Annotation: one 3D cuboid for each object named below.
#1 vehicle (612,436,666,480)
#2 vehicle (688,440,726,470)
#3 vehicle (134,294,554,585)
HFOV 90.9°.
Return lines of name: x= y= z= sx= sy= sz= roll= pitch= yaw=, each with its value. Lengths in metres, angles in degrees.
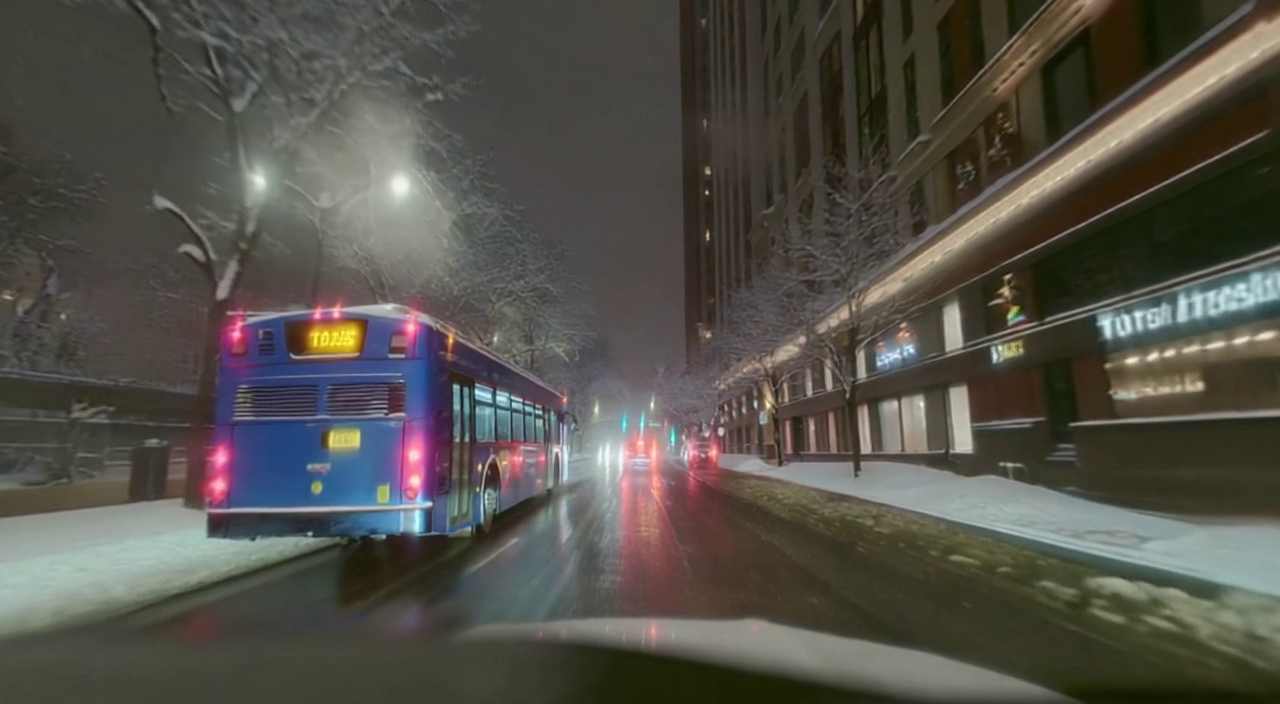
vehicle: x=-0.025 y=4.468 z=26.833 sx=2.120 sy=1.727 sz=3.917 roll=-1 pitch=-8 yaw=1
vehicle: x=4.327 y=6.716 z=41.351 sx=2.138 sy=1.787 sz=4.522 roll=-1 pitch=-8 yaw=2
vehicle: x=-3.508 y=1.282 z=10.604 sx=2.920 sy=2.884 sz=8.588 roll=0 pitch=-6 yaw=0
